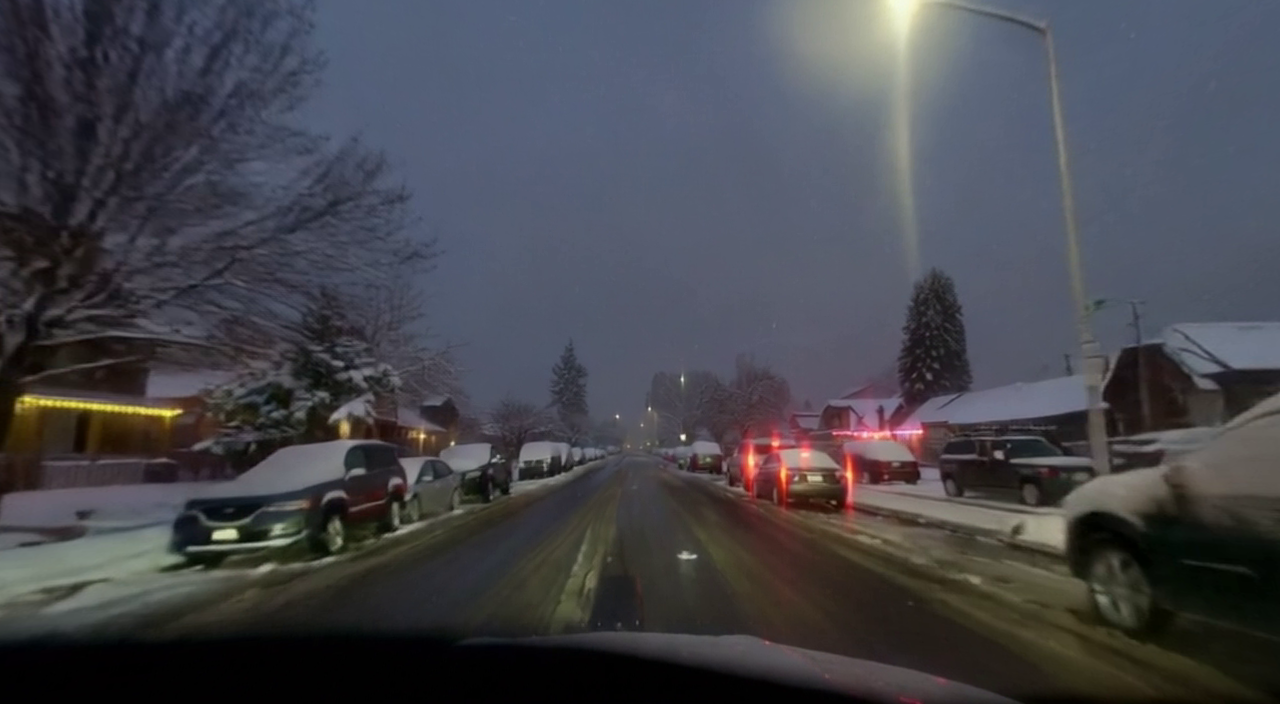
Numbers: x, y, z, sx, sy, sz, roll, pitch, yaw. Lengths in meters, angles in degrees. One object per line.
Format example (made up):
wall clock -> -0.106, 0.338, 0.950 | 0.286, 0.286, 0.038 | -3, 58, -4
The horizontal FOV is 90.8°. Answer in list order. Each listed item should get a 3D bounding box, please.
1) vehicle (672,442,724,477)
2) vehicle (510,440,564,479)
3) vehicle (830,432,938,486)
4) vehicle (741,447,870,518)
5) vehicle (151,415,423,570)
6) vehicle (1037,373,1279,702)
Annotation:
vehicle -> 3.453, 6.537, 38.947 | 2.415, 1.963, 5.688 | 0, -8, -2
vehicle -> -5.116, 5.440, 32.036 | 2.035, 1.822, 4.348 | 0, -9, -1
vehicle -> 9.177, 4.018, 24.294 | 2.125, 1.716, 4.672 | 0, -6, -2
vehicle -> 4.117, 3.300, 16.727 | 1.850, 1.516, 5.066 | 0, -8, -3
vehicle -> -5.037, 2.067, 9.871 | 2.007, 1.861, 4.101 | 0, -10, -3
vehicle -> 4.830, 0.969, 2.954 | 2.201, 1.896, 5.632 | 0, -8, -1
